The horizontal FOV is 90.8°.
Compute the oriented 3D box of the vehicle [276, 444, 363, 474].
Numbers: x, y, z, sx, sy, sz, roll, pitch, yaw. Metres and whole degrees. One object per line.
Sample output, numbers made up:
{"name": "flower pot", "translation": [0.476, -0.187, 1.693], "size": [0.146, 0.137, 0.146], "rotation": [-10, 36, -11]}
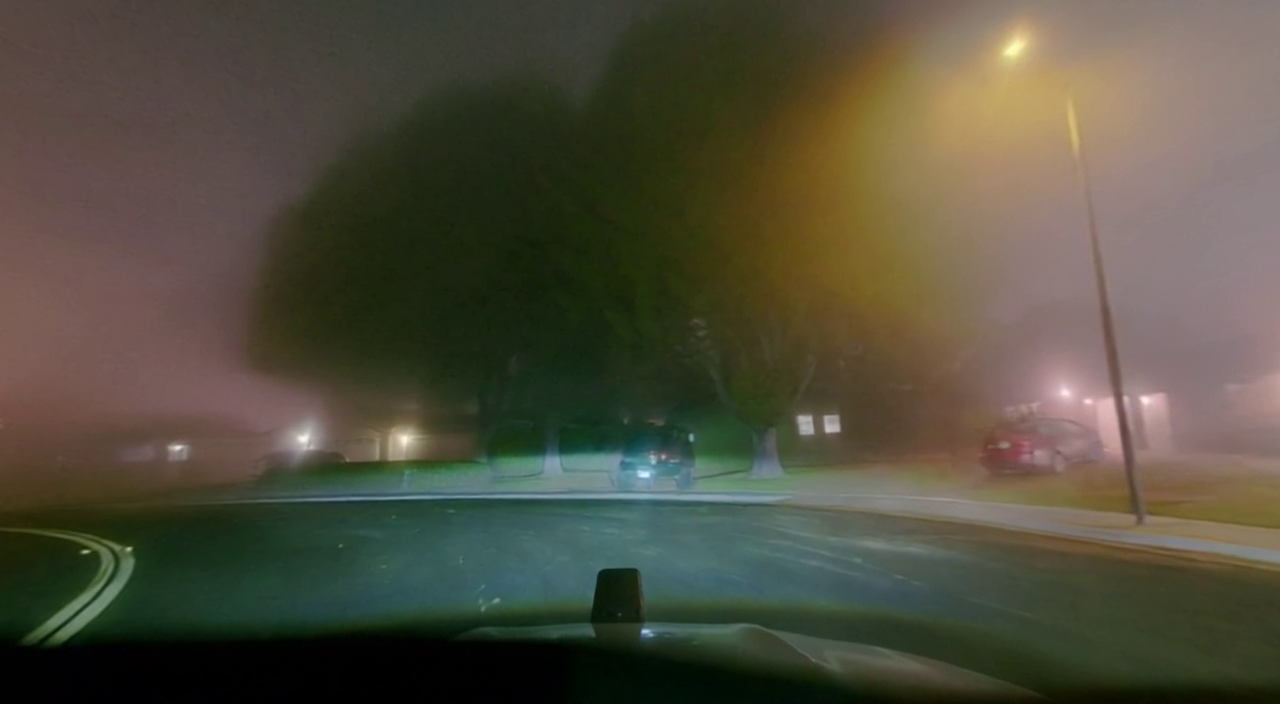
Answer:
{"name": "vehicle", "translation": [-17.353, 5.801, 34.461], "size": [1.933, 1.477, 4.361], "rotation": [-1, -9, 9]}

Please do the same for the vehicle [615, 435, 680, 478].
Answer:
{"name": "vehicle", "translation": [0.397, 4.176, 25.749], "size": [1.819, 1.442, 4.329], "rotation": [-2, -6, 12]}

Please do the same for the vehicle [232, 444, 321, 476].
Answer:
{"name": "vehicle", "translation": [-19.979, 5.922, 34.939], "size": [2.042, 1.633, 4.132], "rotation": [-1, -9, 8]}

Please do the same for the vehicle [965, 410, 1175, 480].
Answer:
{"name": "vehicle", "translation": [11.440, 2.432, 16.856], "size": [4.799, 1.451, 2.144], "rotation": [-1, -8, -21]}
